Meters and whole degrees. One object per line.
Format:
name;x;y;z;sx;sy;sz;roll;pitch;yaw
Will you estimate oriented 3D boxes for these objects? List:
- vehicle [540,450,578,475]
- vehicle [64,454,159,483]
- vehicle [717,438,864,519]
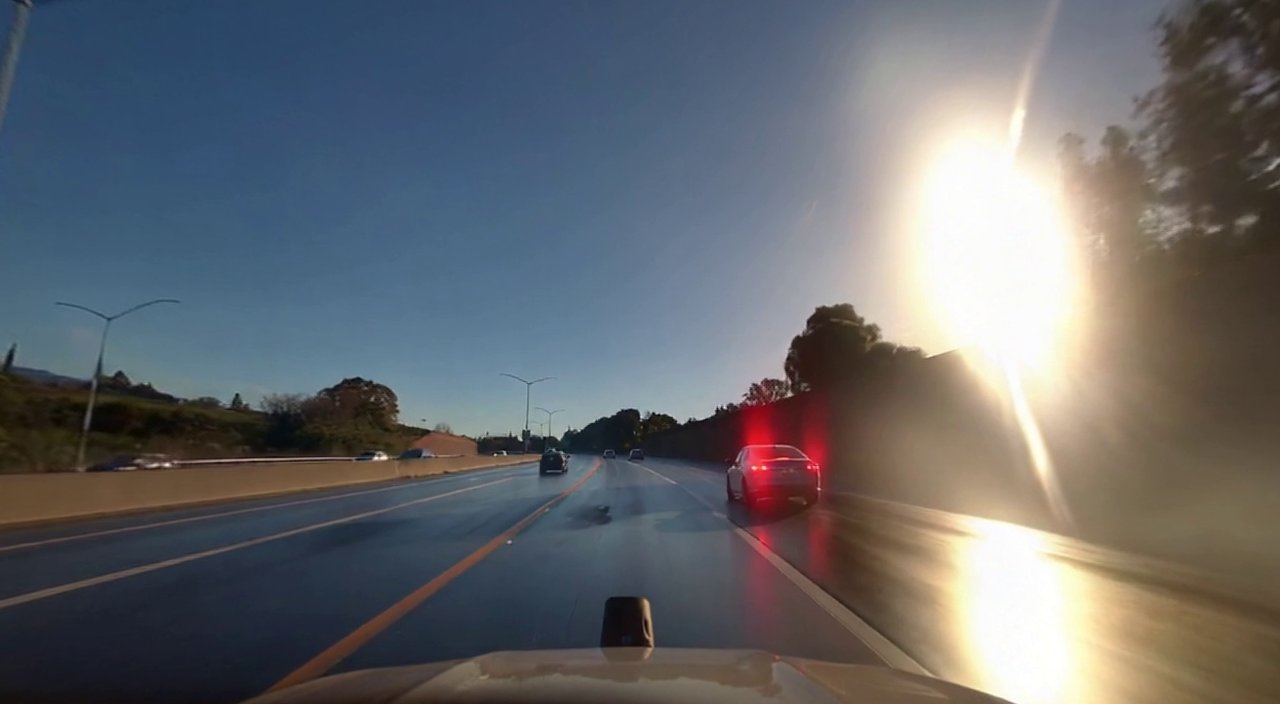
vehicle;-5.109;7.007;40.140;2.014;1.481;4.156;0;-9;-2
vehicle;-31.069;6.840;37.260;1.767;1.531;4.427;0;-9;-1
vehicle;3.125;2.752;14.290;2.030;1.490;4.737;0;-9;-2
